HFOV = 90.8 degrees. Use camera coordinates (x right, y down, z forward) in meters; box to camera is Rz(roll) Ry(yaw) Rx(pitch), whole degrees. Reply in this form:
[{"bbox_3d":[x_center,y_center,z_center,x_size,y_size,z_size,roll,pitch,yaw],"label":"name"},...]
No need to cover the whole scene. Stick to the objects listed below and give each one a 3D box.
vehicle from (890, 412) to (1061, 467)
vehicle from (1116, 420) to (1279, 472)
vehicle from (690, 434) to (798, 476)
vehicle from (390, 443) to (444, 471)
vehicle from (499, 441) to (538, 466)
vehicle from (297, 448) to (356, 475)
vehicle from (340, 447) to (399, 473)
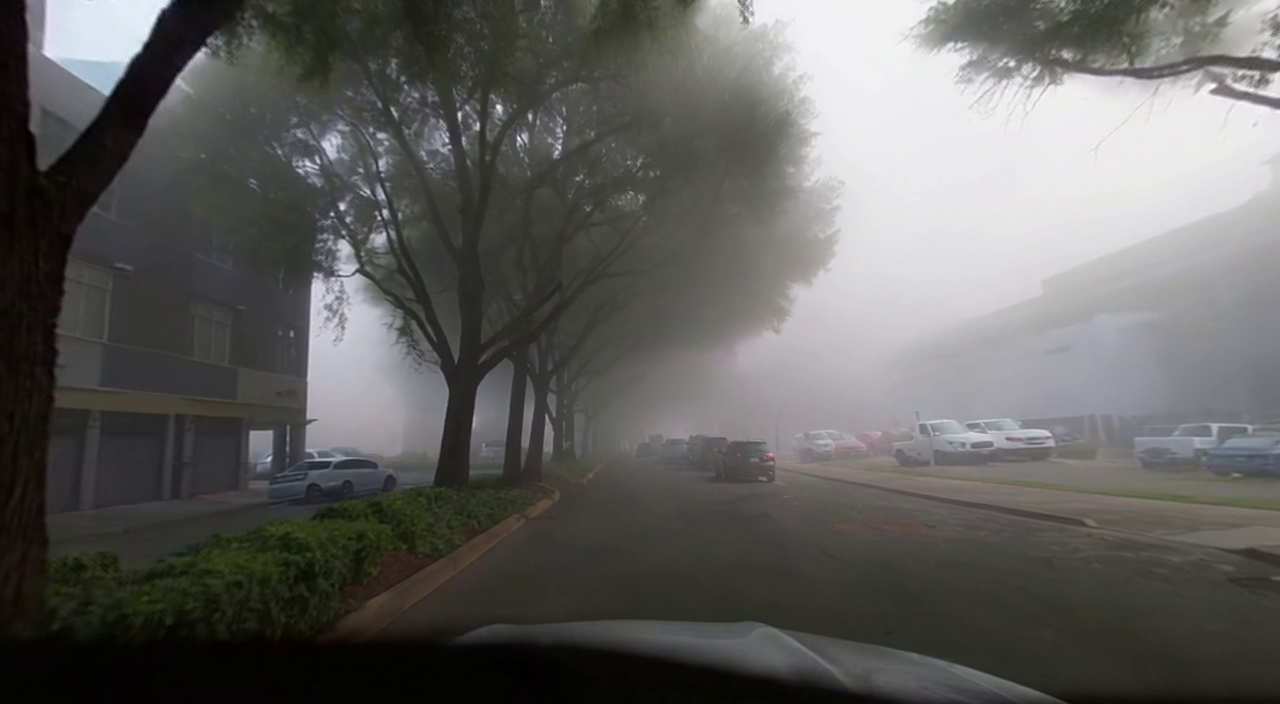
[{"bbox_3d":[13.304,3.504,25.352,5.540,2.045,2.259,0,-8,-3],"label":"vehicle"},{"bbox_3d":[25.229,4.233,28.635,5.596,2.168,2.307,2,-7,-5],"label":"vehicle"},{"bbox_3d":[4.657,4.546,28.075,4.626,1.723,1.939,5,-10,-33],"label":"vehicle"},{"bbox_3d":[-14.886,6.992,42.349,1.888,1.657,4.138,0,-8,4],"label":"vehicle"},{"bbox_3d":[-8.417,7.053,44.131,1.993,1.640,4.457,0,-8,-2],"label":"vehicle"},{"bbox_3d":[-20.725,7.225,41.943,1.880,1.617,3.870,0,-8,0],"label":"vehicle"},{"bbox_3d":[-17.733,7.061,41.618,1.850,1.531,4.256,0,-8,3],"label":"vehicle"}]
